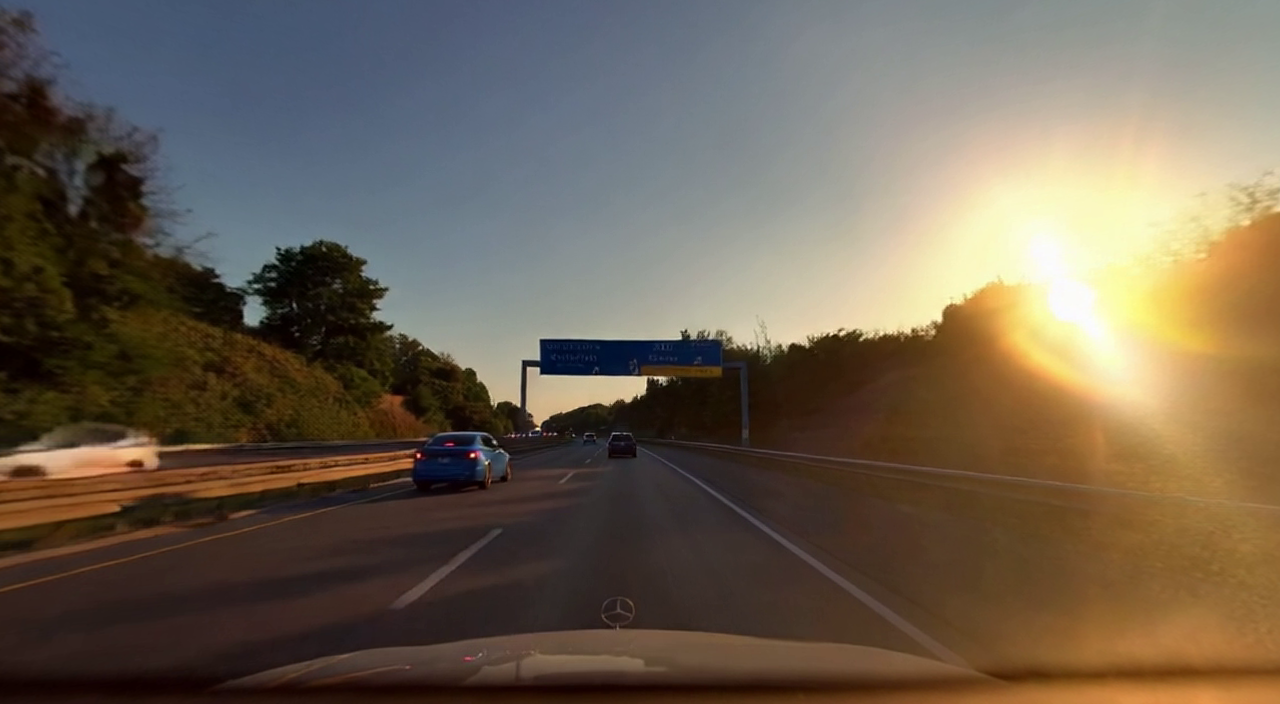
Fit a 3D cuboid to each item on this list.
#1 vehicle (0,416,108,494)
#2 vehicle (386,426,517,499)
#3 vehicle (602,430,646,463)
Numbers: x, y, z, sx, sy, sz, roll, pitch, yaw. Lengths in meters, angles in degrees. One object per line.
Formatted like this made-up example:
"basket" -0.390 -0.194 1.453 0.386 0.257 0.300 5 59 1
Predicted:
"vehicle" -12.829 1.959 12.164 1.833 1.435 3.686 1 -8 0
"vehicle" -4.381 2.610 15.392 1.975 1.518 4.242 0 -8 -1
"vehicle" -0.849 4.958 33.321 2.162 1.616 4.242 0 -8 -1
